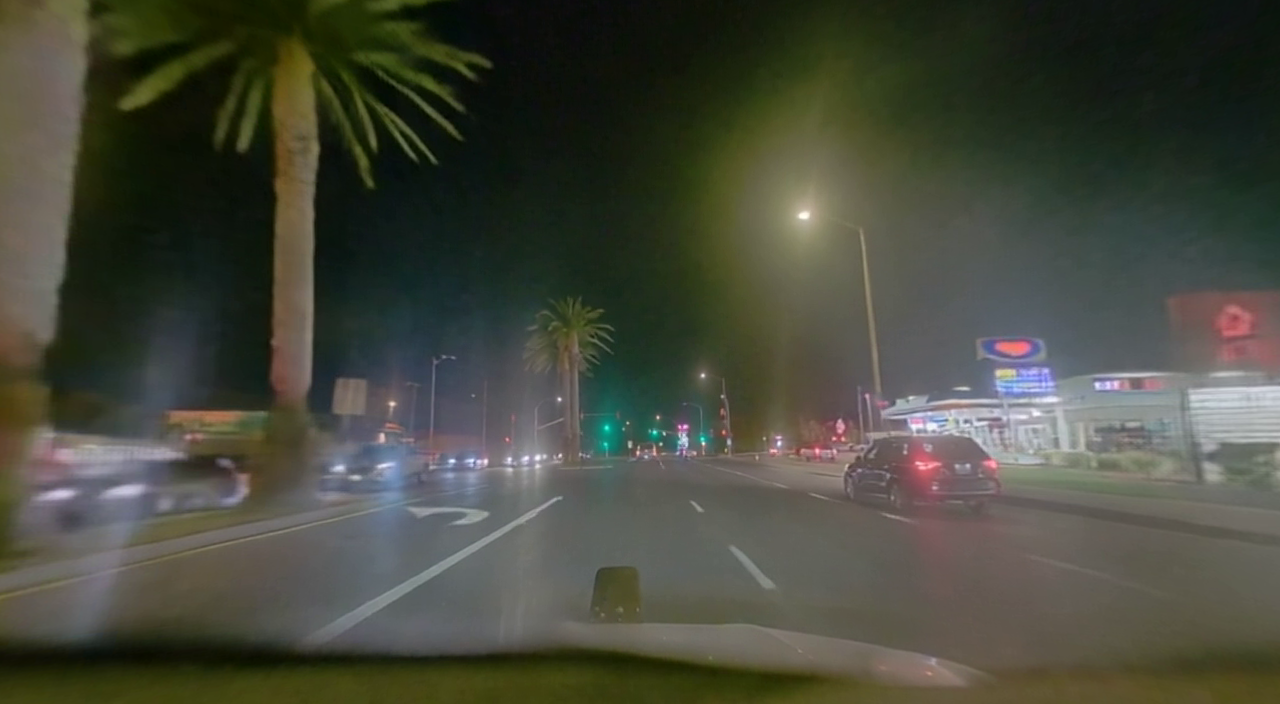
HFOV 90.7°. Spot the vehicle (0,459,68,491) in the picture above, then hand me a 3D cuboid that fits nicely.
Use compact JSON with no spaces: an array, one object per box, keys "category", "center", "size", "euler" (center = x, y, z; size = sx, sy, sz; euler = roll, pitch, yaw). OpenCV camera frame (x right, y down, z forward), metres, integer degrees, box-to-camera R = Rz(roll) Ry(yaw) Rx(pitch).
[{"category":"vehicle","center":[-32.592,6.276,32.291],"size":[4.623,1.572,2.097],"euler":[0,-11,0]}]

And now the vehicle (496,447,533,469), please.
[{"category":"vehicle","center":[-8.824,7.457,44.777],"size":[1.806,1.444,3.606],"euler":[-1,-9,2]}]

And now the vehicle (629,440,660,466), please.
[{"category":"vehicle","center":[0.335,7.417,46.574],"size":[2.177,1.754,3.815],"euler":[-1,-8,0]}]

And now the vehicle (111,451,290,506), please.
[{"category":"vehicle","center":[-13.917,3.996,20.541],"size":[2.098,1.478,4.928],"euler":[-1,-8,3]}]

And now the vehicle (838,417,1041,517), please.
[{"category":"vehicle","center":[6.302,2.482,14.162],"size":[2.066,1.807,4.893],"euler":[0,-9,-1]}]

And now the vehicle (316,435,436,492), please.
[{"category":"vehicle","center":[-9.282,3.945,22.812],"size":[2.042,1.782,4.919],"euler":[-1,-9,2]}]

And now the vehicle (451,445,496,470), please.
[{"category":"vehicle","center":[-12.197,7.733,46.589],"size":[2.082,1.720,4.316],"euler":[-1,-8,1]}]
